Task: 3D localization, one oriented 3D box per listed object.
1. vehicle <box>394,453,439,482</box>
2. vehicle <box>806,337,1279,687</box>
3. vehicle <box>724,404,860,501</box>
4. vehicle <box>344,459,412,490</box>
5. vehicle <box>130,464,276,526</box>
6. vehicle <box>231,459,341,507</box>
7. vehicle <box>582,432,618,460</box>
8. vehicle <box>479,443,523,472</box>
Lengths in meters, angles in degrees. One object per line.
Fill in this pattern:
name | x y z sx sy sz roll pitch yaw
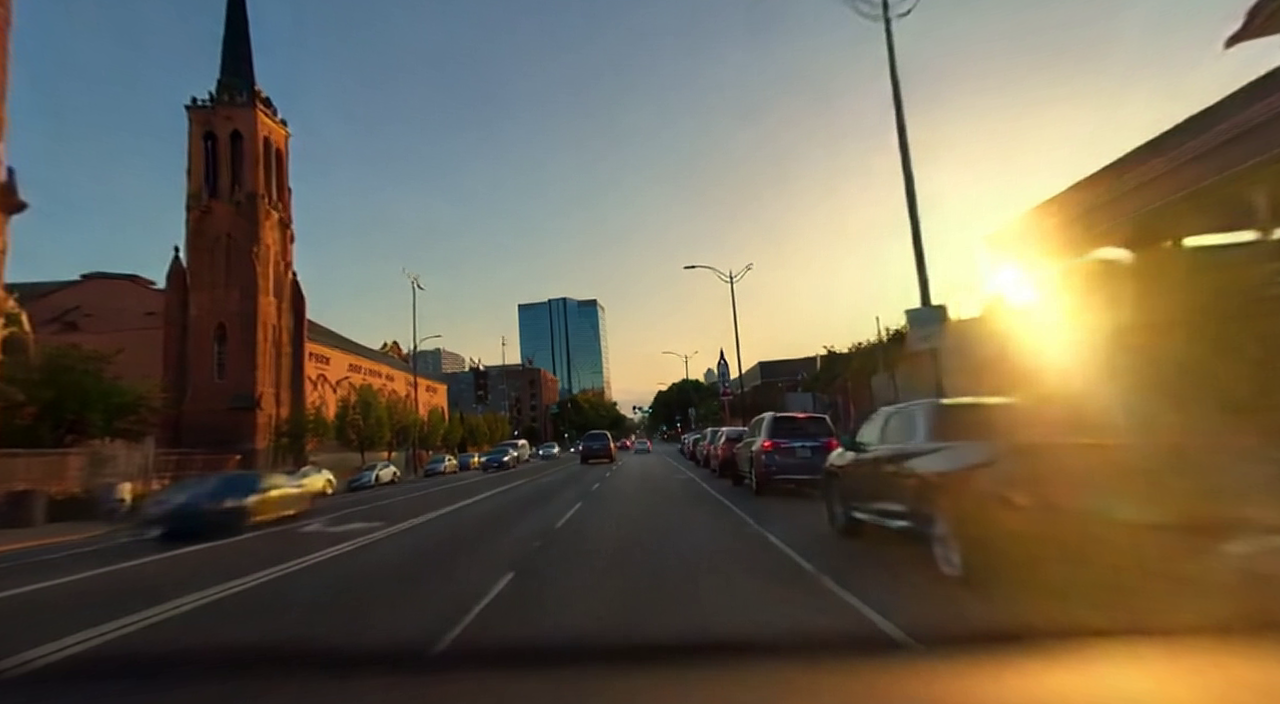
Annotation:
vehicle | -15.315 7.892 43.457 1.751 1.865 3.735 0 -9 -1
vehicle | 3.603 1.278 6.708 2.055 1.857 6.596 -1 -8 2
vehicle | 3.499 2.426 15.746 2.124 1.975 5.131 -1 -8 1
vehicle | -15.334 7.163 37.255 2.076 1.672 4.499 0 -9 0
vehicle | -15.009 4.888 22.096 1.978 1.819 4.477 0 -9 -2
vehicle | -15.319 5.672 27.726 2.014 1.846 4.920 0 -9 -1
vehicle | -2.870 6.944 46.536 2.293 1.936 4.737 -1 -9 1
vehicle | -8.790 6.671 40.248 1.842 1.735 4.066 -1 -9 1
